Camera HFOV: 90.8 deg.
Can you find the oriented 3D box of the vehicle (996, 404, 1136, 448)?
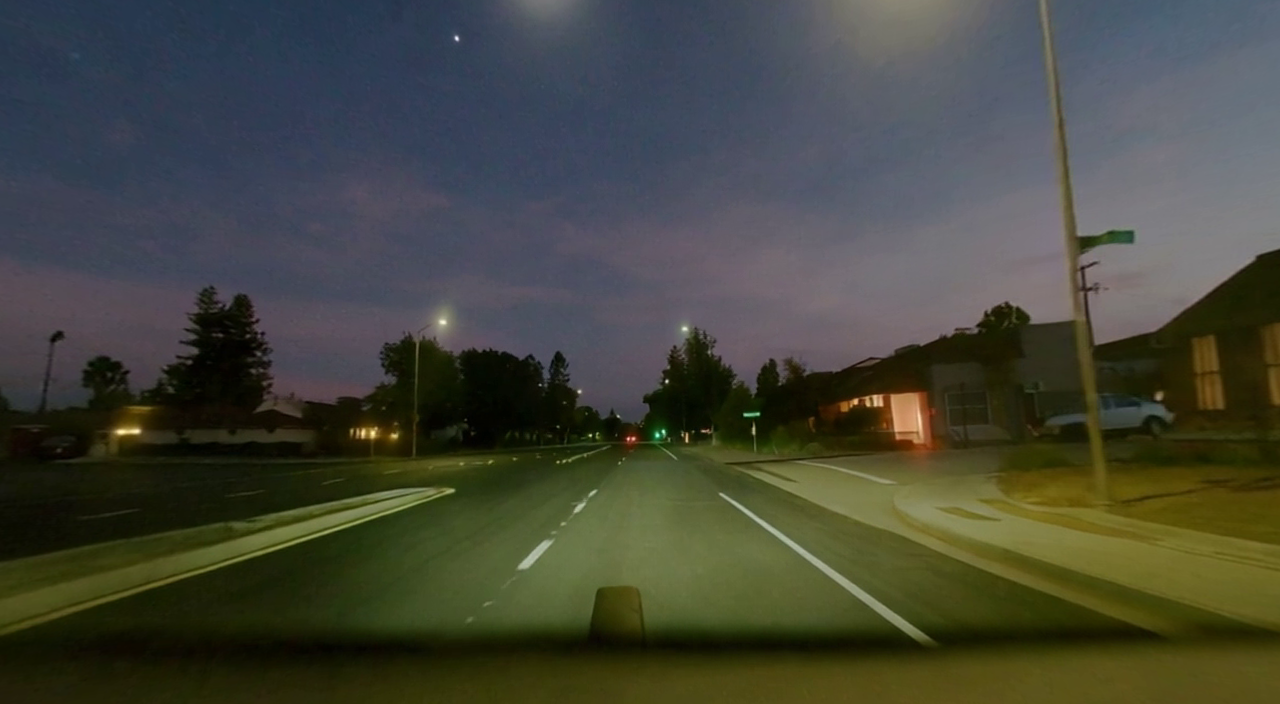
[{"bbox_3d":[18.812,3.308,28.093,4.698,1.583,2.081,2,-11,1],"label":"vehicle"}]

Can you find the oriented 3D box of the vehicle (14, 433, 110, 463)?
[{"bbox_3d":[-30.045,5.007,33.020,1.991,1.435,4.421,3,-9,-19],"label":"vehicle"}]
